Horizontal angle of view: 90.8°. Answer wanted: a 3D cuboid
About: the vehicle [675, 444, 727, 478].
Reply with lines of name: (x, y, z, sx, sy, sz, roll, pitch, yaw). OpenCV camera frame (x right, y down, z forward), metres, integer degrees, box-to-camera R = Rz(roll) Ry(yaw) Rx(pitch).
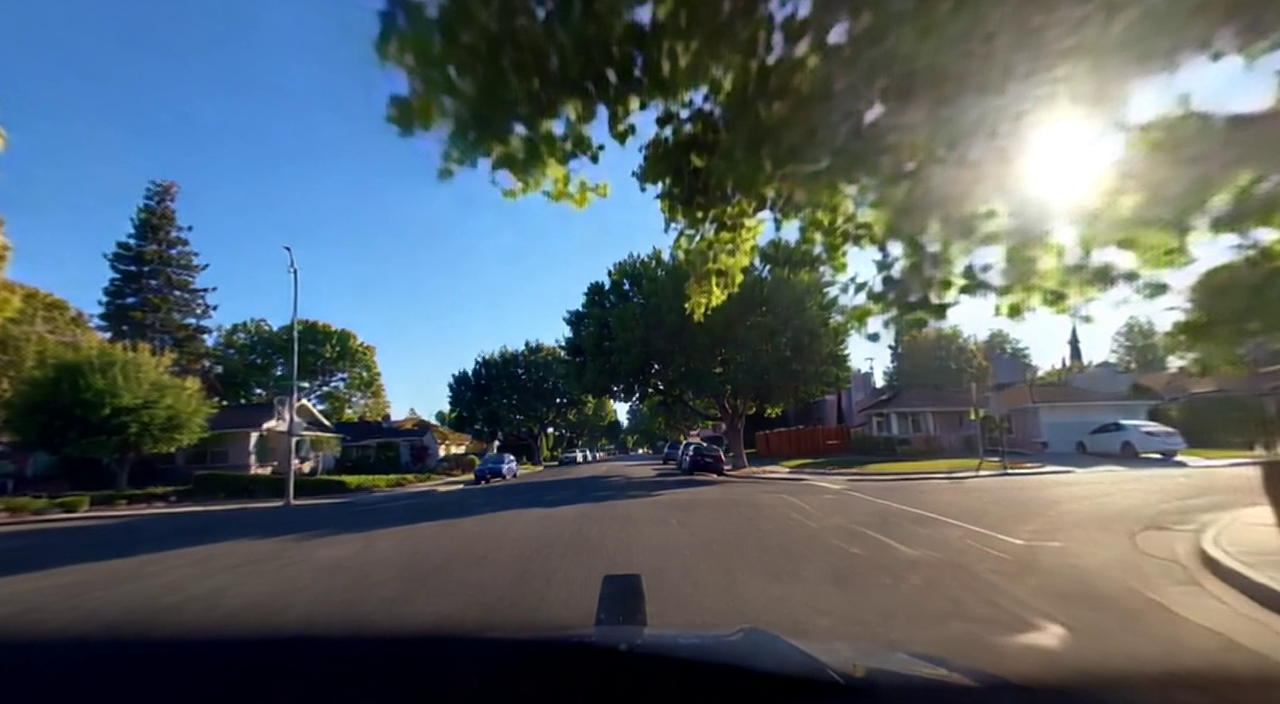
vehicle: (2.862, 5.208, 30.438, 1.881, 1.487, 4.183, 0, -9, -3)

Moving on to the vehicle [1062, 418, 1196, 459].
vehicle: (19.414, 3.499, 25.387, 1.839, 1.466, 4.486, 0, -8, 0)

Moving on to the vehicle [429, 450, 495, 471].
vehicle: (-13.480, 8.226, 48.109, 4.423, 1.522, 1.961, 0, -9, -1)
